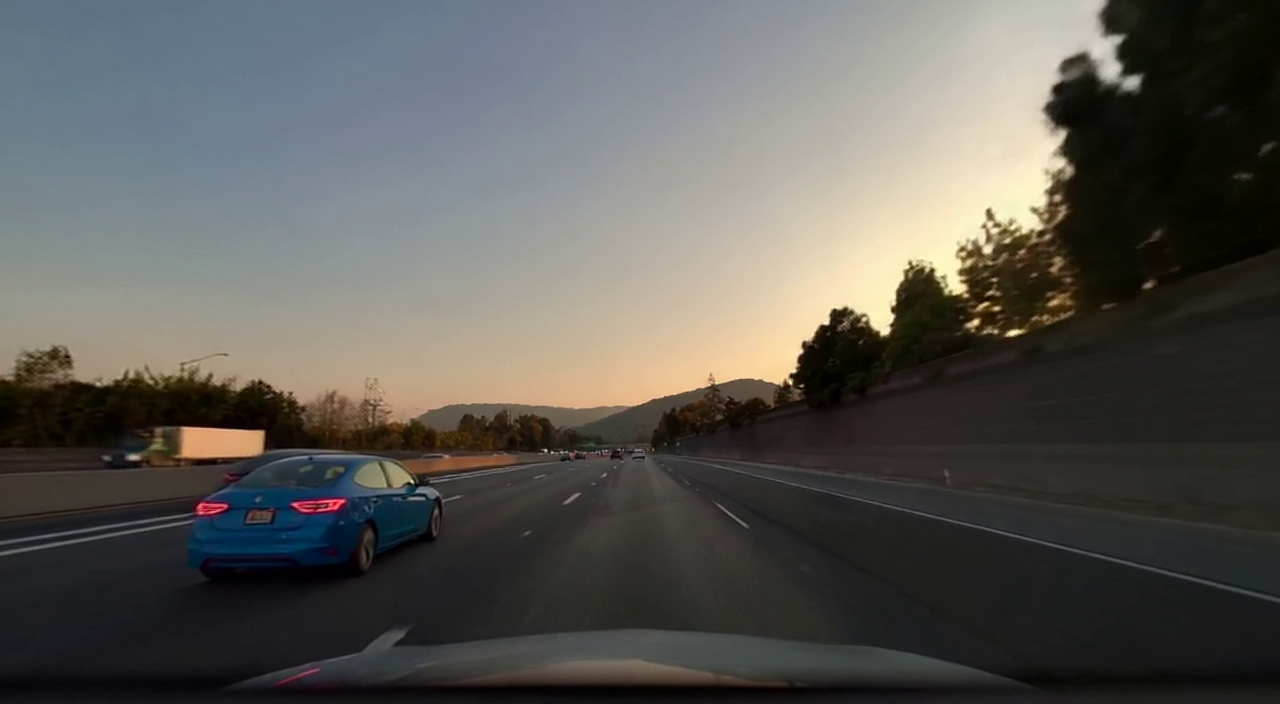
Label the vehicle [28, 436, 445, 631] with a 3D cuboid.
[{"bbox_3d":[-3.727,1.691,6.839,1.935,1.479,3.787,0,-8,1],"label":"vehicle"}]
